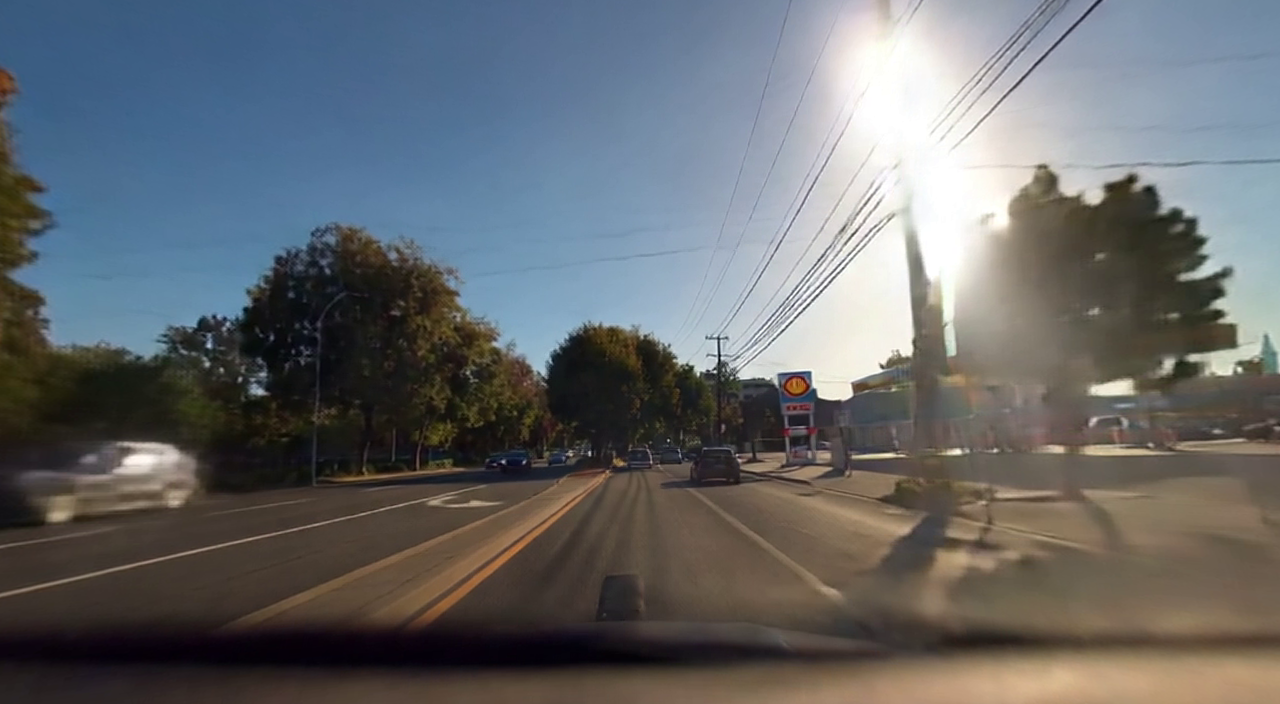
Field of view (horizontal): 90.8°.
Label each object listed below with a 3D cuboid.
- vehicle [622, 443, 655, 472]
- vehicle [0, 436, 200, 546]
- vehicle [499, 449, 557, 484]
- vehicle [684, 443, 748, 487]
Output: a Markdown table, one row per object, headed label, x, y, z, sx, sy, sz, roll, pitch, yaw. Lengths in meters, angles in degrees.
| label | x | y | z | sx | sy | sz | roll | pitch | yaw |
| --- | --- | --- | --- | --- | --- | --- | --- | --- | --- |
| vehicle | -0.120 | 7.096 | 42.768 | 2.163 | 1.825 | 4.073 | -1 | -8 | -1 |
| vehicle | -11.662 | 2.655 | 12.786 | 2.165 | 1.810 | 4.607 | -1 | -8 | 0 |
| vehicle | -5.172 | 5.331 | 29.778 | 2.032 | 1.487 | 4.413 | 0 | -8 | -1 |
| vehicle | 3.022 | 4.580 | 25.988 | 1.990 | 1.592 | 4.294 | 0 | -8 | -1 |
